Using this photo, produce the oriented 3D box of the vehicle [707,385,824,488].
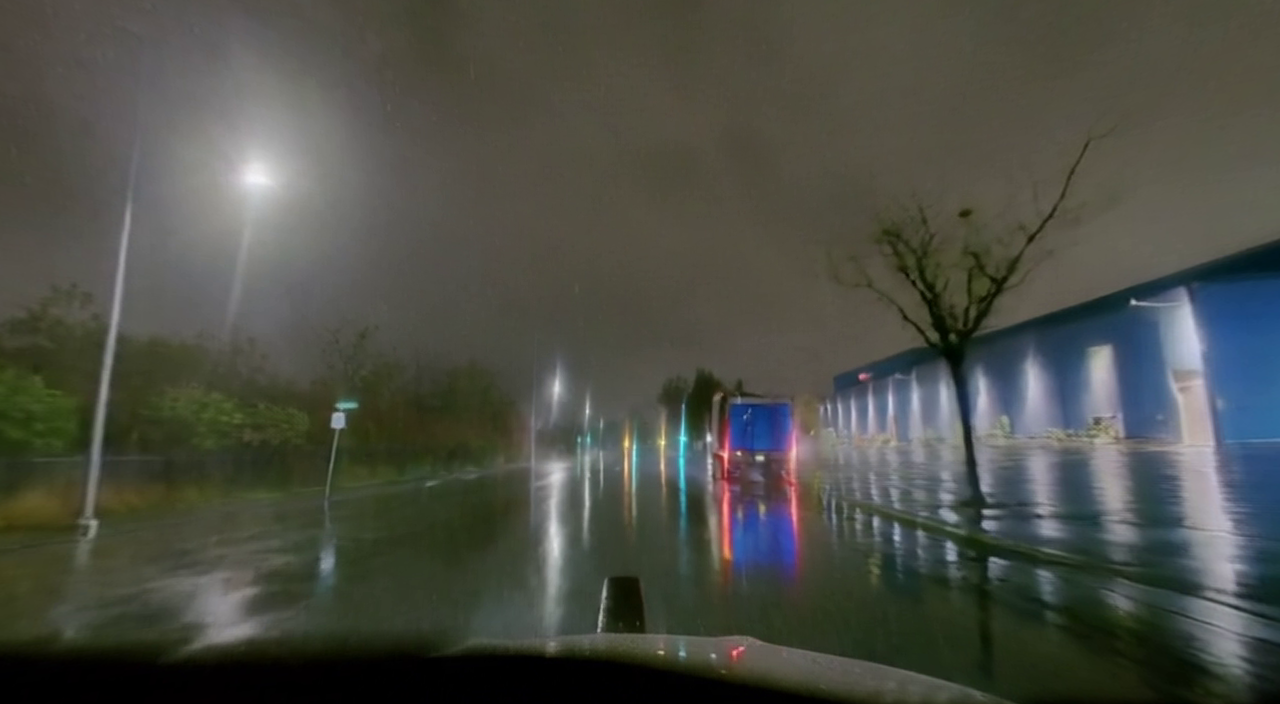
[{"bbox_3d":[4.382,3.185,23.646,3.019,3.303,6.252,0,-8,-1],"label":"vehicle"}]
